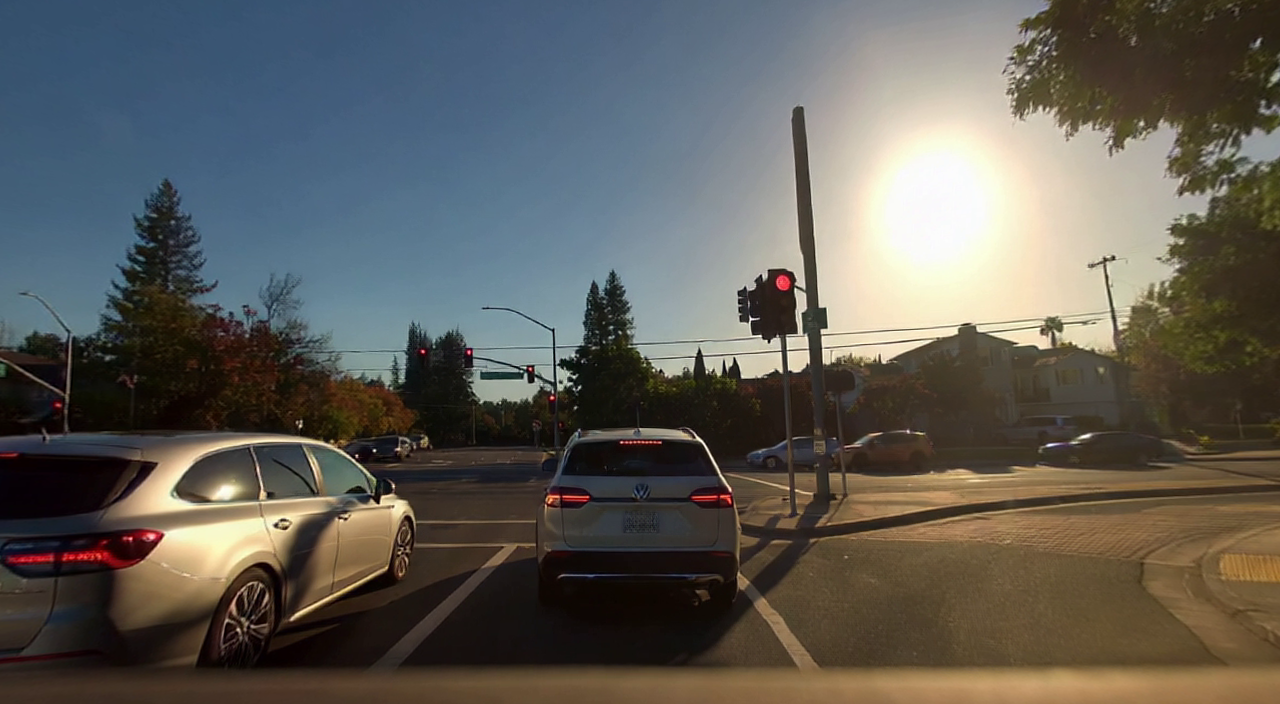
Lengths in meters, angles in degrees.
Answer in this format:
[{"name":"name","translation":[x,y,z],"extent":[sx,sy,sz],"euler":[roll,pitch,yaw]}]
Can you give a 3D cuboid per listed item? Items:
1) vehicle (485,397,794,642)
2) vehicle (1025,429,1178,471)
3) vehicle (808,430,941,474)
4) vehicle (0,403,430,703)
[{"name":"vehicle","translation":[-0.149,1.471,6.563],"extent":[2.154,1.670,4.140],"euler":[1,-9,-5]},{"name":"vehicle","translation":[18.931,4.040,26.120],"extent":[4.670,1.616,1.926],"euler":[-1,-9,6]},{"name":"vehicle","translation":[9.917,4.284,27.100],"extent":[4.887,1.769,2.035],"euler":[-1,-9,6]},{"name":"vehicle","translation":[-3.297,1.275,4.713],"extent":[2.035,1.492,4.415],"euler":[0,-9,-2]}]
